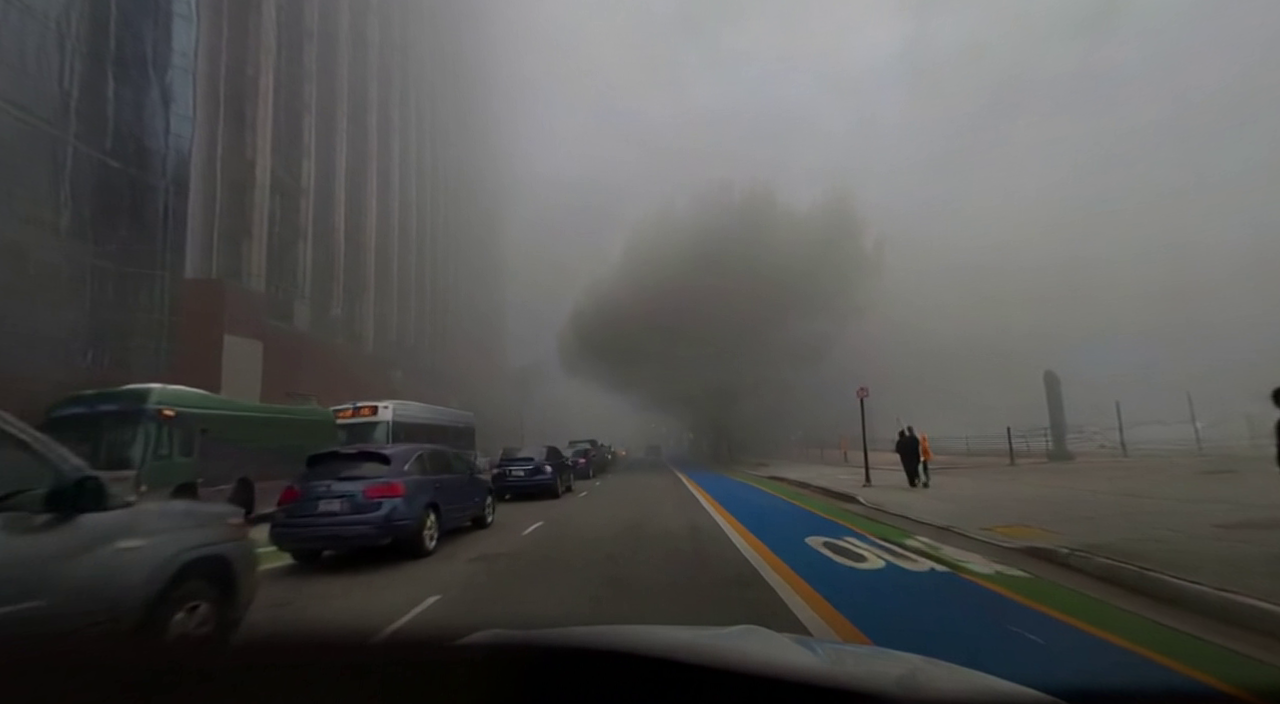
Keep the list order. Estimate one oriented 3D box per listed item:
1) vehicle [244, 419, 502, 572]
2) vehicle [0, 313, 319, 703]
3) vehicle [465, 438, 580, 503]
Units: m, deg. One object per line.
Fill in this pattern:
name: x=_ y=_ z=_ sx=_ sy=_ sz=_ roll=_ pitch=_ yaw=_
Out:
vehicle: x=-3.758 y=2.104 z=9.941 sx=1.982 sy=1.710 sz=4.454 roll=-4 pitch=-9 yaw=2
vehicle: x=-3.377 y=0.769 z=2.044 sx=2.225 sy=1.848 sz=4.472 roll=0 pitch=-8 yaw=1
vehicle: x=-3.231 y=3.385 z=18.568 sx=2.266 sy=1.621 sz=4.783 roll=-1 pitch=-8 yaw=3
